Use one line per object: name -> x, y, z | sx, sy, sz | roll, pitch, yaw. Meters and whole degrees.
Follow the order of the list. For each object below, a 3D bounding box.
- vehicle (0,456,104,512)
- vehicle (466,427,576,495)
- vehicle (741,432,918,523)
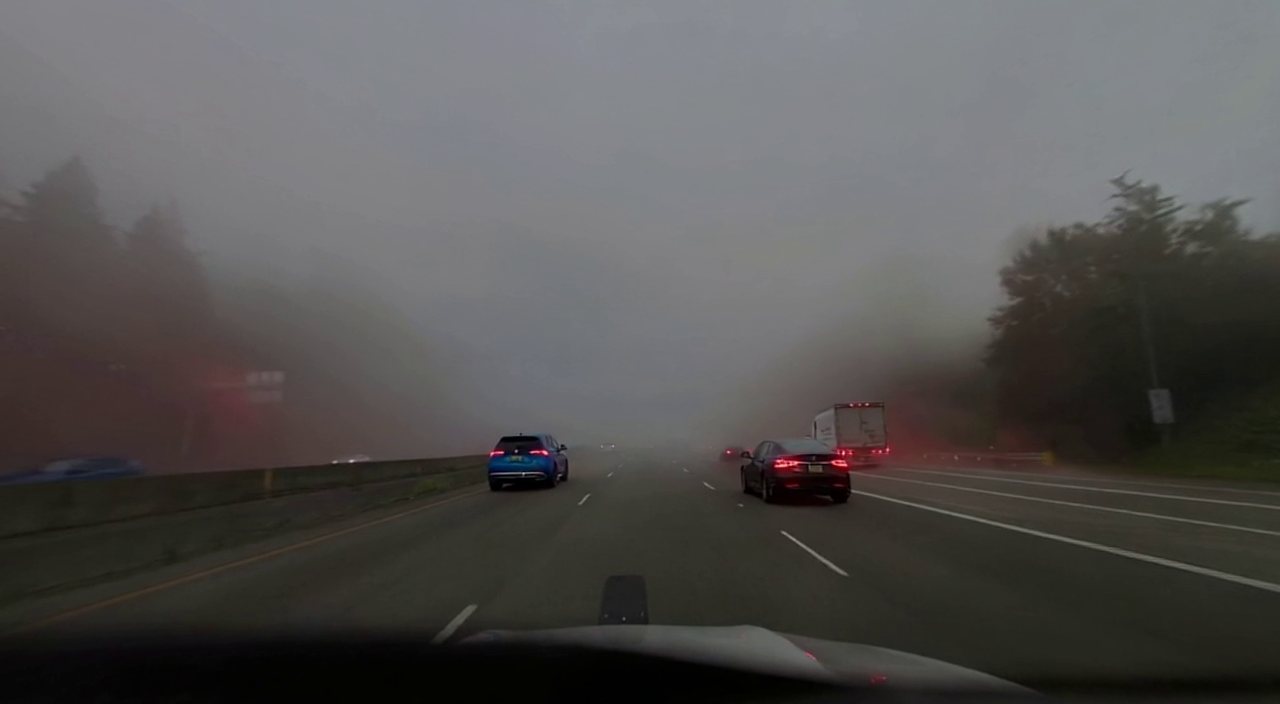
vehicle -> -19.342, 3.989, 19.293 | 1.801, 1.554, 4.584 | 0, -9, 0
vehicle -> -3.420, 3.287, 19.355 | 2.218, 1.764, 5.229 | 0, -9, 1
vehicle -> 3.536, 2.445, 12.874 | 2.080, 1.493, 4.674 | 0, -9, -1
